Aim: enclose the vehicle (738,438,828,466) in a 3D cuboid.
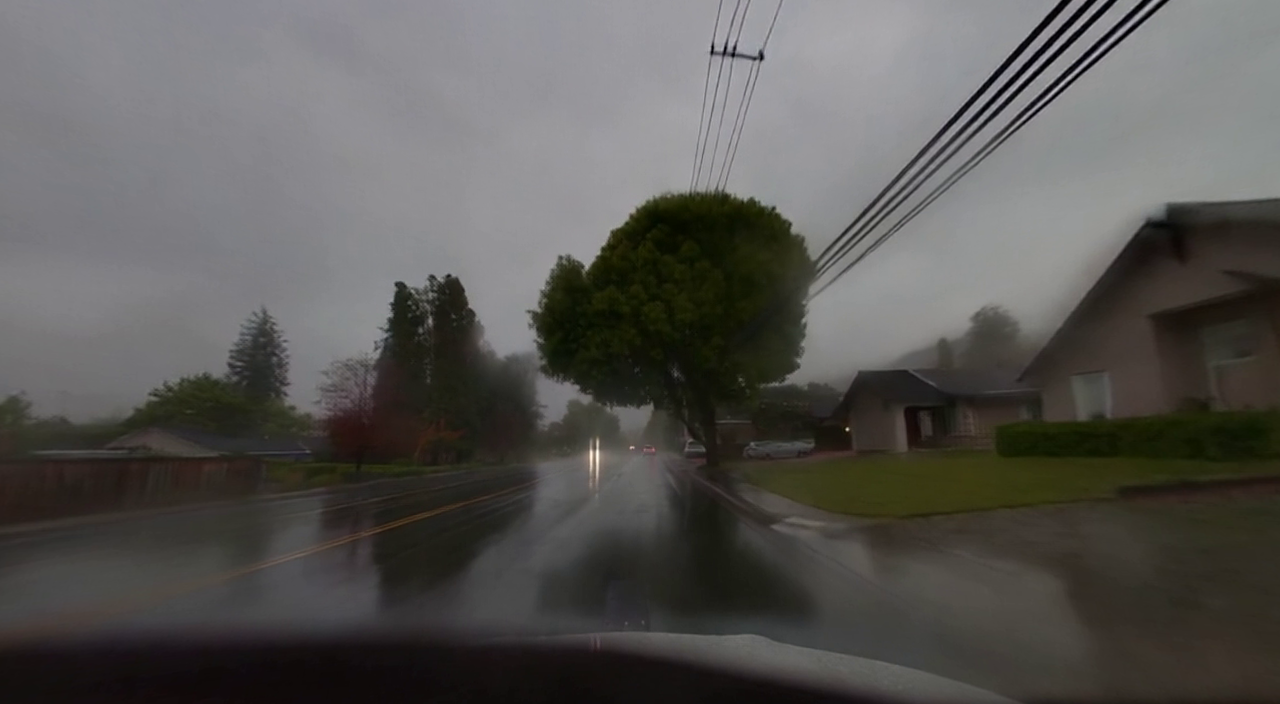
[{"bbox_3d":[8.141,5.740,36.237,4.719,1.556,1.869,0,-9,1],"label":"vehicle"}]
